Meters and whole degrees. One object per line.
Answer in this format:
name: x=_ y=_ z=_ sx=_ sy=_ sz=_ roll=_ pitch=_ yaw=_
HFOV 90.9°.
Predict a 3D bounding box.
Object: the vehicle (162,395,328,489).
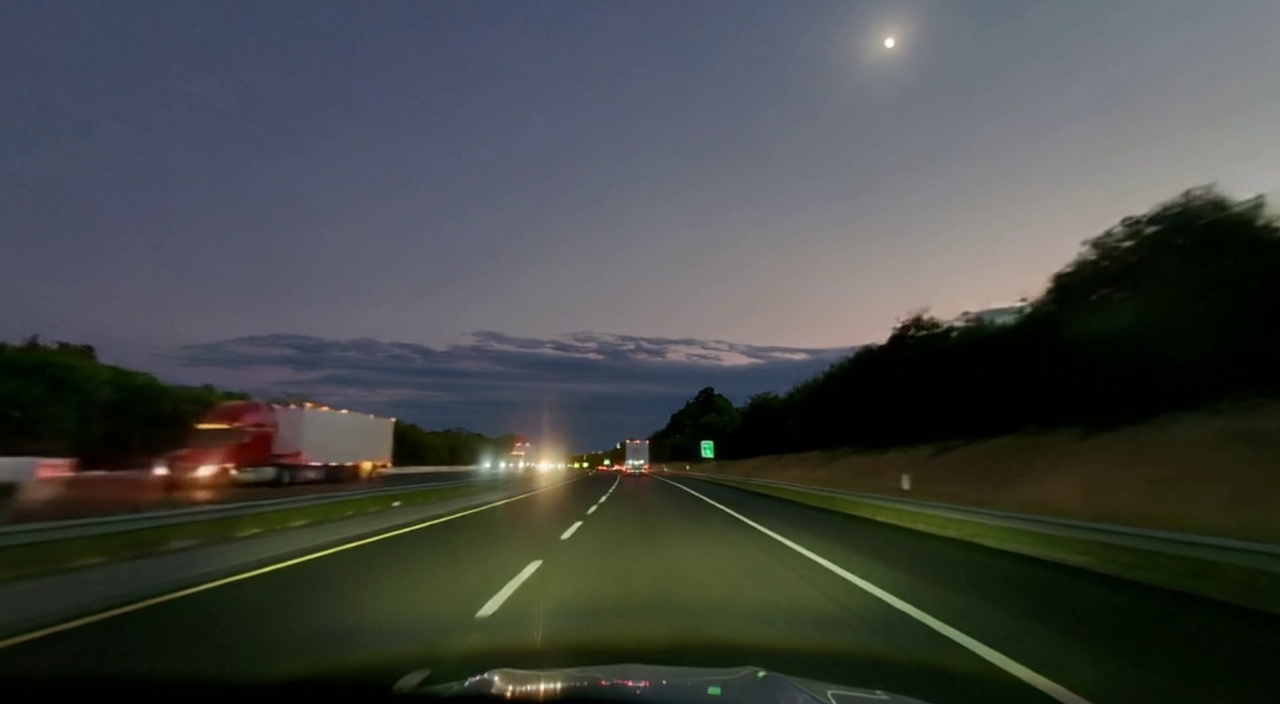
vehicle: x=-16.606 y=3.983 z=27.146 sx=3.088 sy=3.528 sz=5.922 roll=1 pitch=-11 yaw=0
